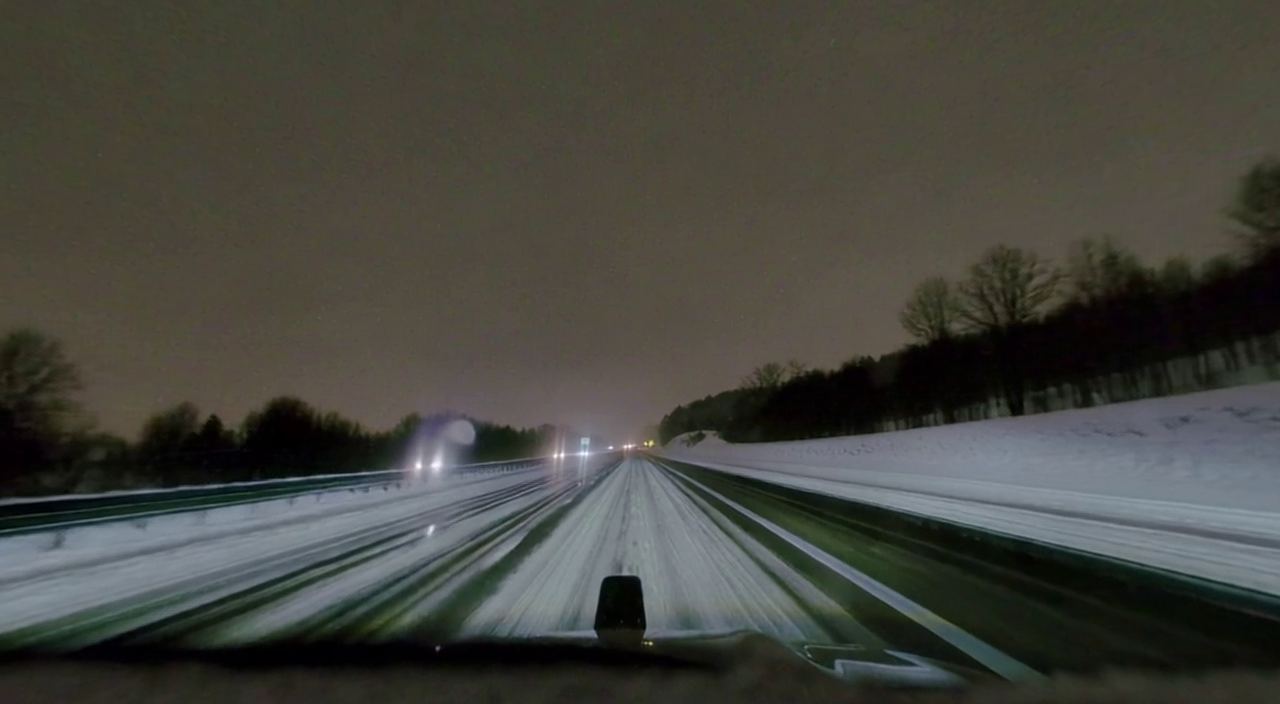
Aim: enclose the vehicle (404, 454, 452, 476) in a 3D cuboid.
[{"bbox_3d":[-14.999,8.003,44.917,1.936,1.494,4.515,0,-9,-1],"label":"vehicle"}]
